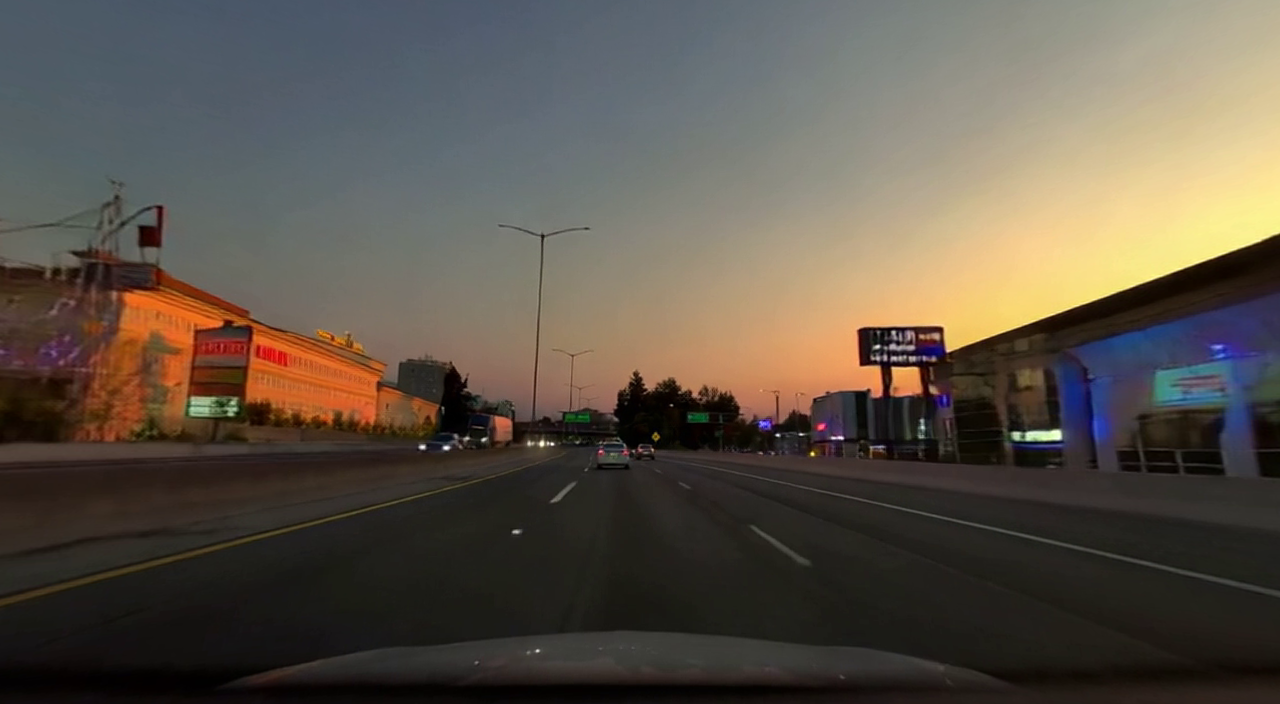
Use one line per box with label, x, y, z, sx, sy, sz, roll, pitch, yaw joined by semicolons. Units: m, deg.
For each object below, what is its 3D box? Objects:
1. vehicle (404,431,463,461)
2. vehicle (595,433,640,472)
vehicle;-12.533;5.783;38.701;2.089;1.685;4.849;0;-9;-2
vehicle;-1.242;5.248;33.042;2.155;1.856;4.796;0;-9;-3
